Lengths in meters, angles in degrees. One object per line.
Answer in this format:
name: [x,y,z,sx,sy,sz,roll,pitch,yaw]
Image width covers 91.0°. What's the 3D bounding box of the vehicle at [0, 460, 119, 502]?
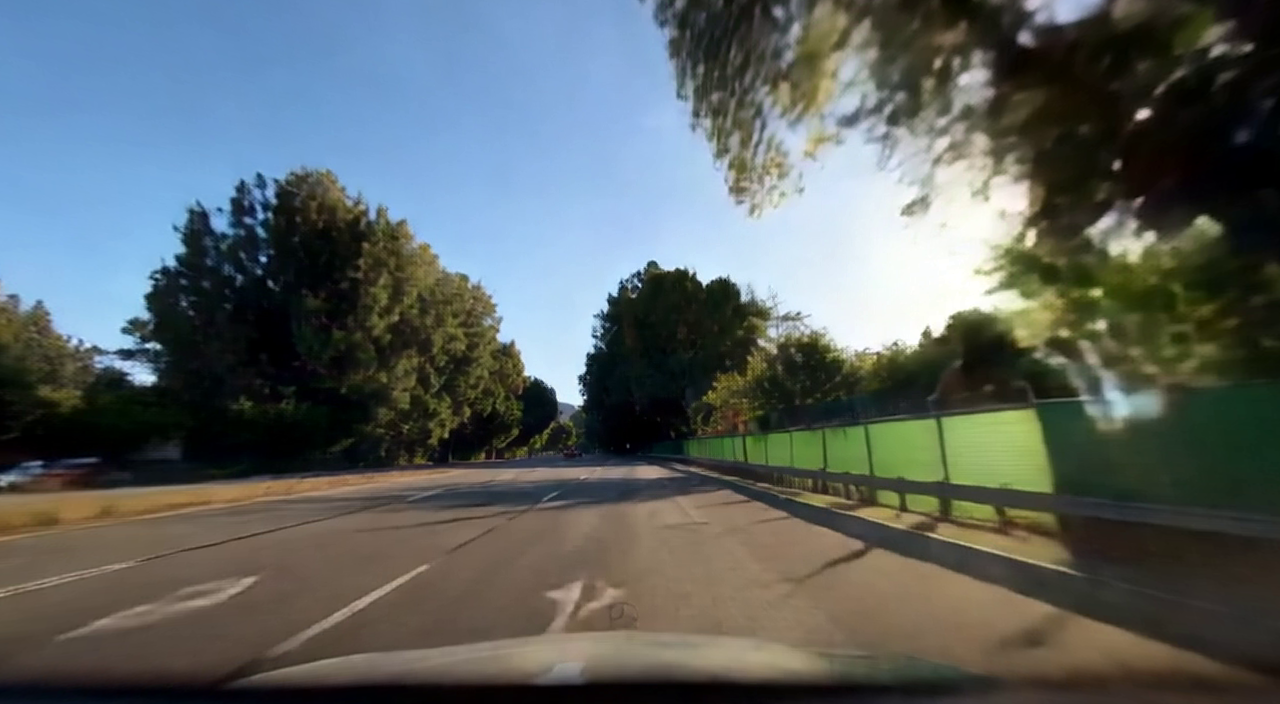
vehicle: [-24.230,5.210,25.797,1.914,1.500,4.462,-1,-9,0]
